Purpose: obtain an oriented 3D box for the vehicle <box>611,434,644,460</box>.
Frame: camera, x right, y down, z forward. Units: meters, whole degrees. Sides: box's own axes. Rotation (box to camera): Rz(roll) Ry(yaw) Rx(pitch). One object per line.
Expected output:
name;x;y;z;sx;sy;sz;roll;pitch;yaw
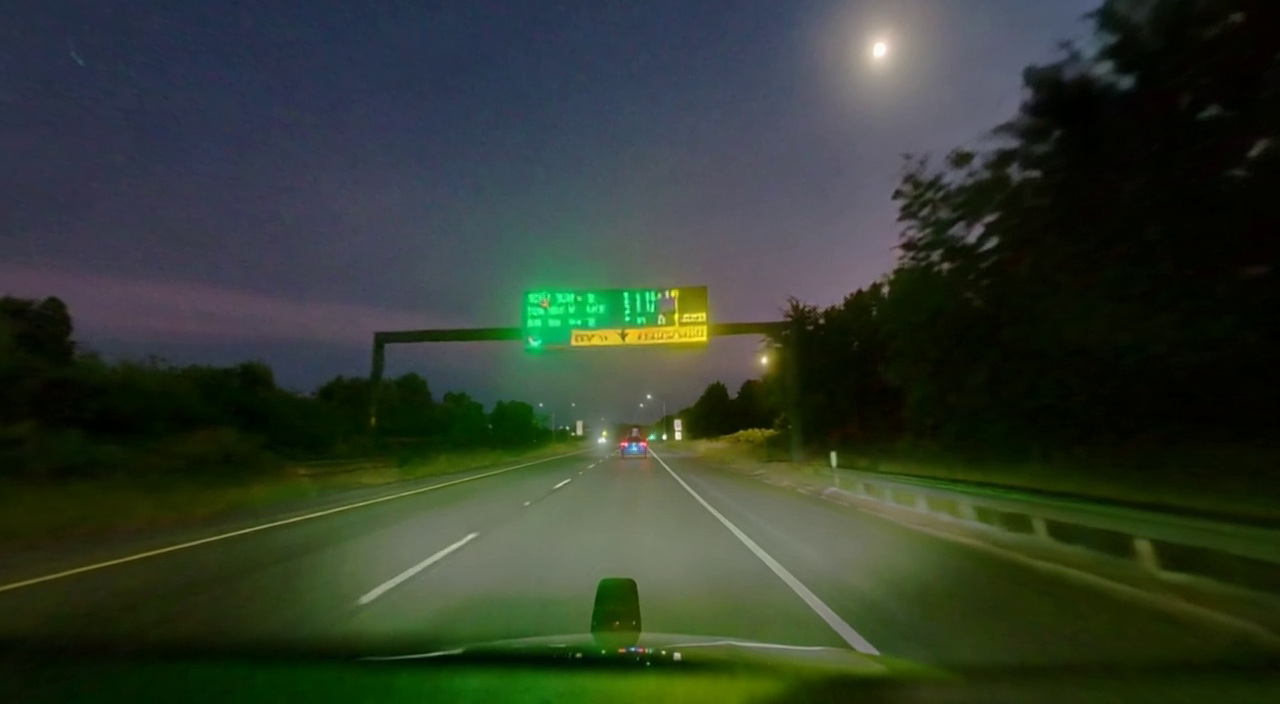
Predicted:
vehicle;-0.858;6.641;44.250;2.180;1.717;4.139;0;-8;-1
